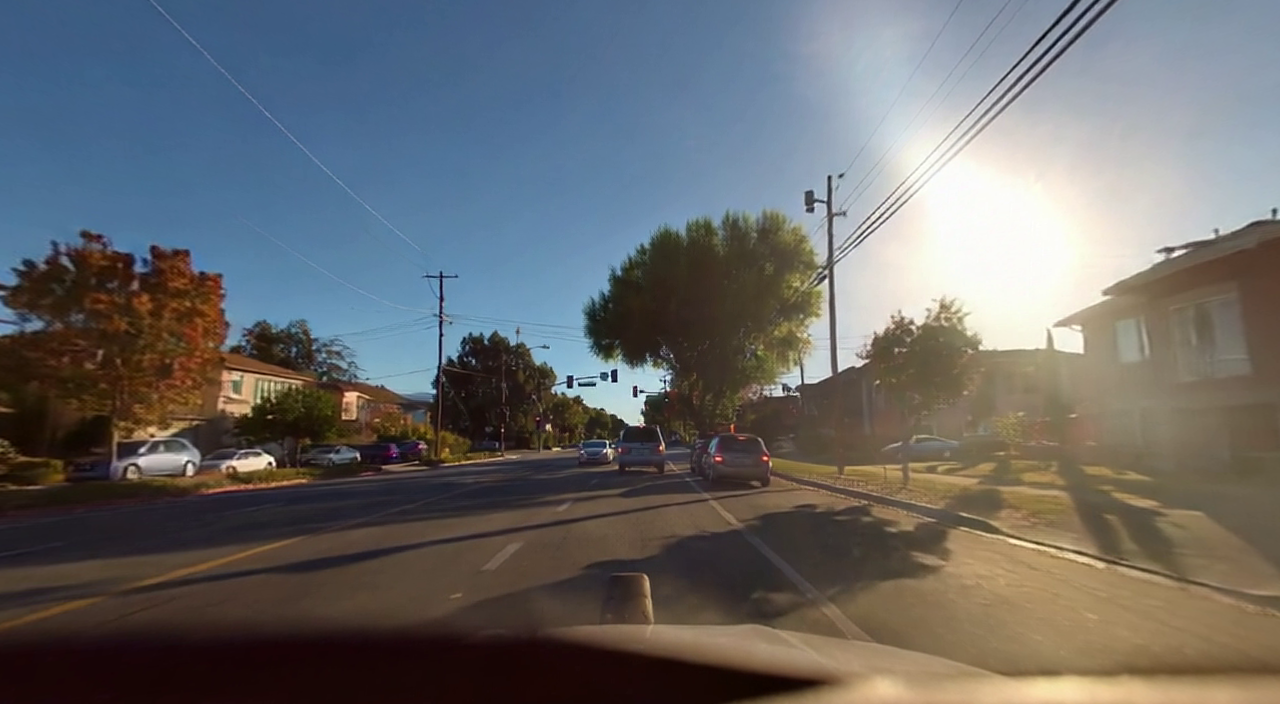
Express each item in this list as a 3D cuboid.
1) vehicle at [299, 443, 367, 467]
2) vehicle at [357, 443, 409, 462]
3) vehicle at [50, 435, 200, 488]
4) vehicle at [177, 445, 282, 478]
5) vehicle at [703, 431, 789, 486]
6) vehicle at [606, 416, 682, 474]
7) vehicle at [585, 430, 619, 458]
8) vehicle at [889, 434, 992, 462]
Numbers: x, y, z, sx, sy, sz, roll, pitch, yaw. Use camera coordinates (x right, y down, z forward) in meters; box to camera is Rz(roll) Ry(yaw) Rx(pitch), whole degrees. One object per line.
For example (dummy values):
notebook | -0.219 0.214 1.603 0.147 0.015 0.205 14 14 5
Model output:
vehicle | -19.782 6.660 40.827 1.891 1.460 4.681 0 -8 2
vehicle | -19.737 7.738 48.633 1.830 1.436 4.771 0 -8 2
vehicle | -20.130 4.281 24.962 2.046 1.874 4.448 0 -8 2
vehicle | -19.852 5.276 30.750 1.866 1.471 4.770 0 -8 1
vehicle | 3.167 3.284 19.715 2.002 1.511 4.124 0 -8 1
vehicle | 0.159 3.788 25.640 2.769 2.087 5.130 0 -8 0
vehicle | -2.673 6.626 45.342 1.999 1.864 4.279 0 -8 3
vehicle | 16.520 5.292 34.798 4.671 1.495 1.900 -1 -8 4
